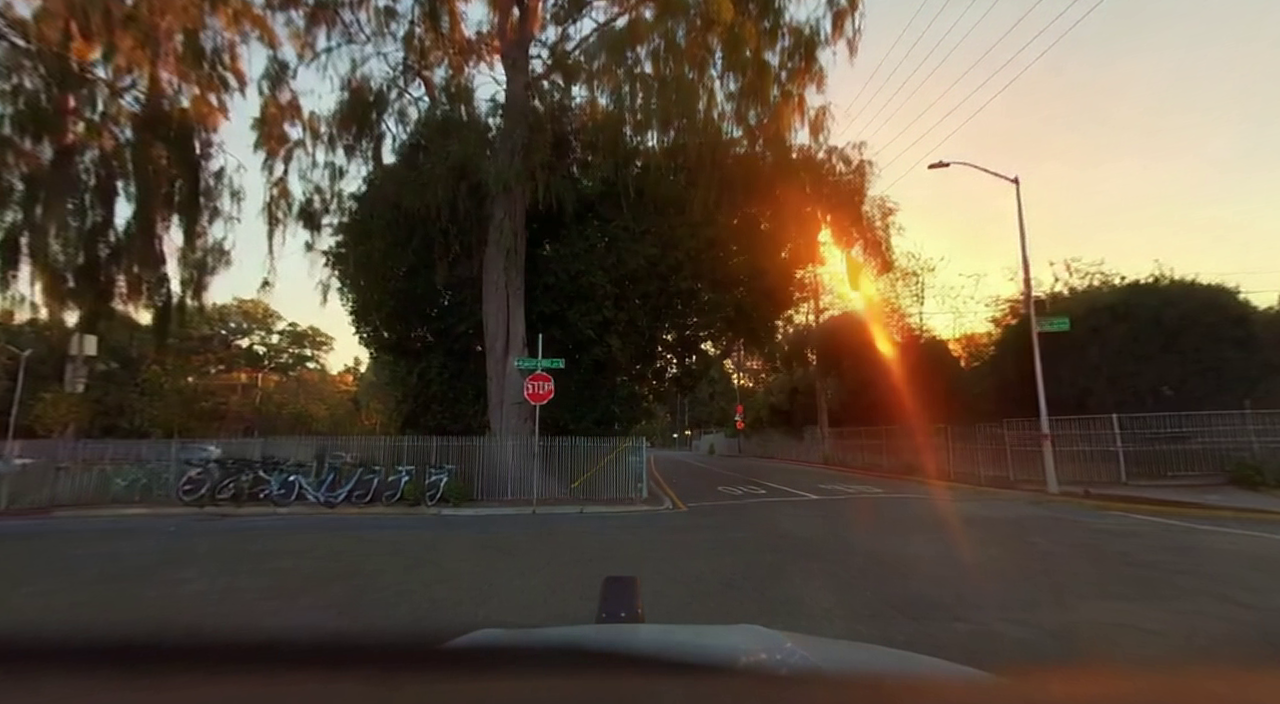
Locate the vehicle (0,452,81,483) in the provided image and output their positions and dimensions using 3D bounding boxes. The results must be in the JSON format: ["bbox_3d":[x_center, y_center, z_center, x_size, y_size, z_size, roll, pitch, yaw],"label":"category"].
[{"bbox_3d":[-33.493,6.226,34.134,4.569,1.558,1.903,1,-9,-5],"label":"vehicle"}]

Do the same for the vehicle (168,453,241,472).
[{"bbox_3d":[-34.104,8.690,49.571,4.327,1.402,1.757,0,-9,-3],"label":"vehicle"}]
